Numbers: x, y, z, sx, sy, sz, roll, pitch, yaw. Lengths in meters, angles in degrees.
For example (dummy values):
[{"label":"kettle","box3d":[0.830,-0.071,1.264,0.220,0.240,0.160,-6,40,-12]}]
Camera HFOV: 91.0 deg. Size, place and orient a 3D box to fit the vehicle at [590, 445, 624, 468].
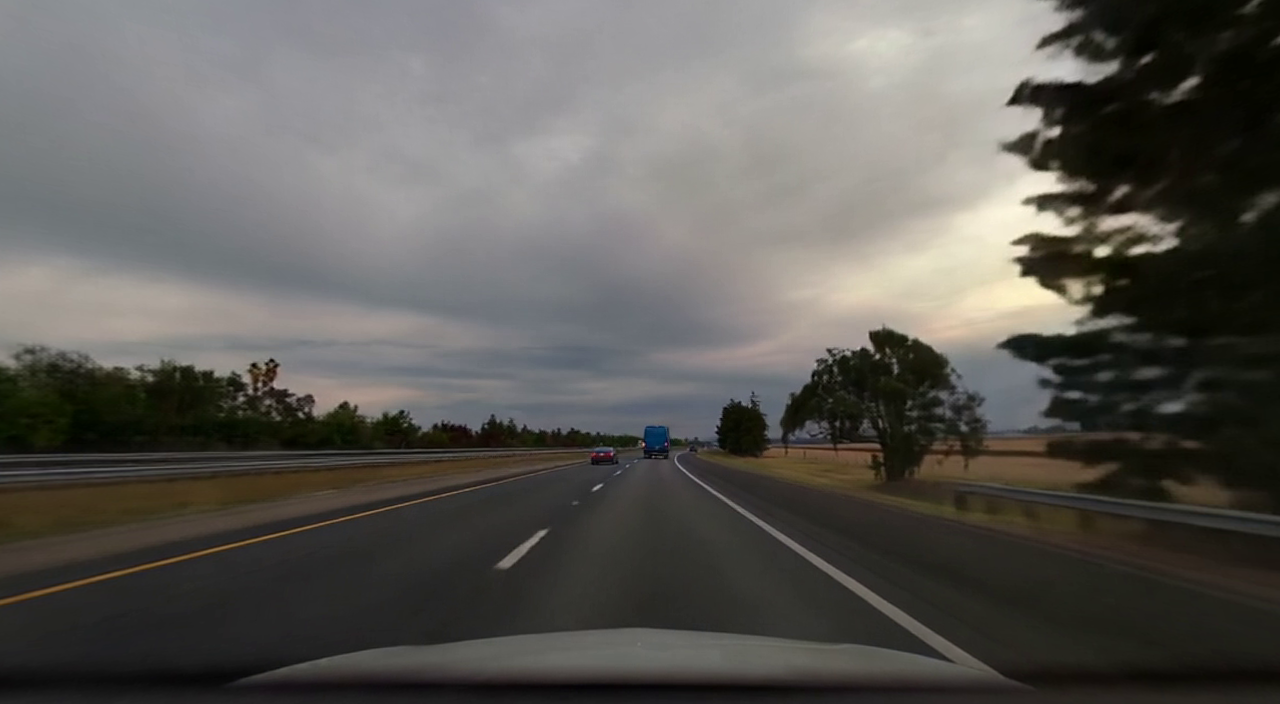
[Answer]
[{"label":"vehicle","box3d":[-2.372,7.668,46.425,2.199,1.555,4.451,0,-9,1]}]
